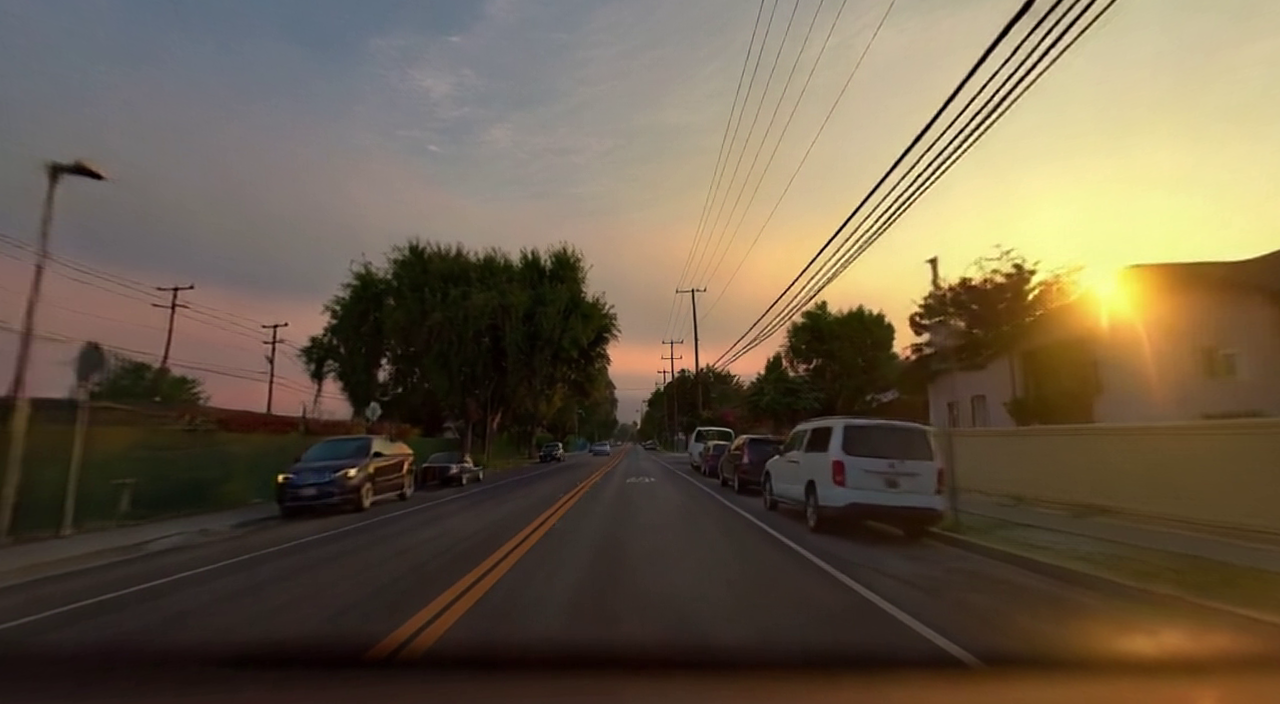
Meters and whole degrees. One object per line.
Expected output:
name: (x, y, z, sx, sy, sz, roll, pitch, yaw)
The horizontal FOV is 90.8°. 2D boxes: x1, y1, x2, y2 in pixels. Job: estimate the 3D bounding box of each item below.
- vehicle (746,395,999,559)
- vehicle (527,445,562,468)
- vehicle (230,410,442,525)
vehicle: (3.333, 1.944, 10.605, 2.053, 2.005, 5.495, 0, -8, -1)
vehicle: (-6.742, 7.391, 44.951, 1.866, 1.487, 4.416, -1, -8, -1)
vehicle: (-6.645, 2.593, 14.769, 2.268, 2.154, 5.321, 0, -9, 0)
